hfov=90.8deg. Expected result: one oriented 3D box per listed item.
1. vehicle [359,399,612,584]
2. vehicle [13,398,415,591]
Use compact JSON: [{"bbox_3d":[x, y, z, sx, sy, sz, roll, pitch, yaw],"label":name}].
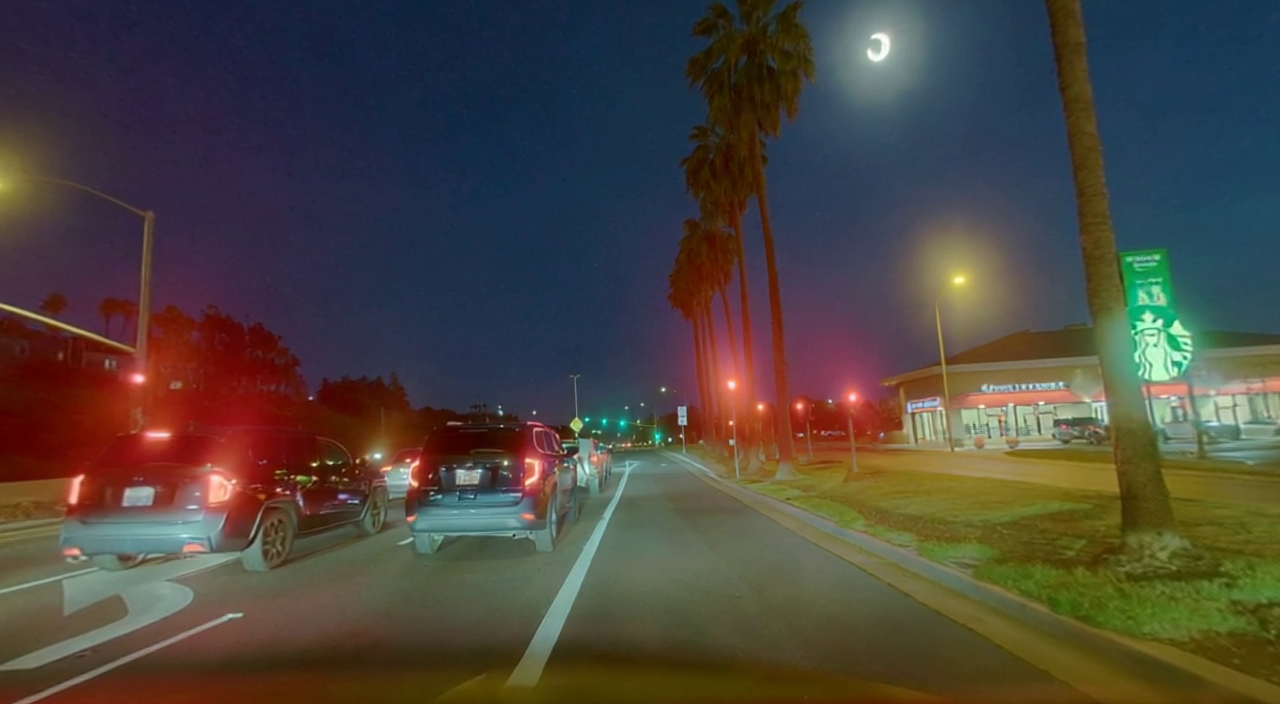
[{"bbox_3d":[-1.579,1.665,8.280,2.153,1.759,4.320,0,-9,1],"label":"vehicle"},{"bbox_3d":[-5.023,1.756,8.625,2.025,1.862,4.804,0,-9,1],"label":"vehicle"}]
